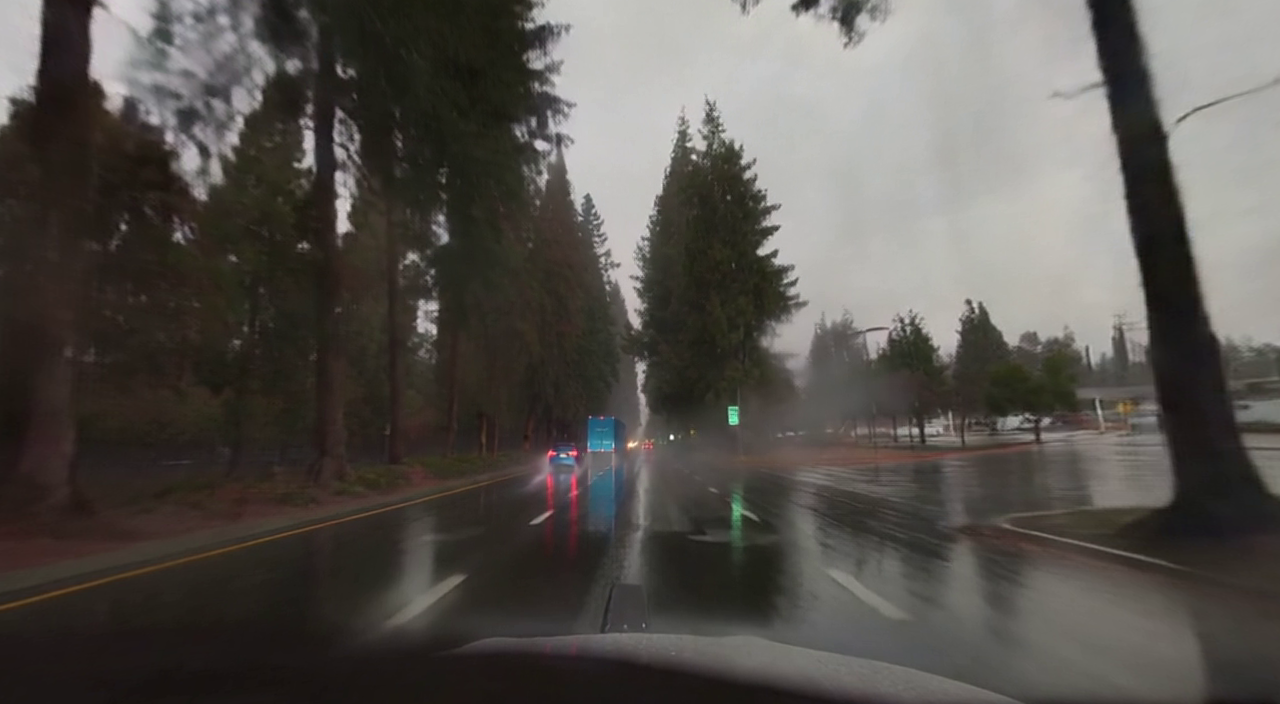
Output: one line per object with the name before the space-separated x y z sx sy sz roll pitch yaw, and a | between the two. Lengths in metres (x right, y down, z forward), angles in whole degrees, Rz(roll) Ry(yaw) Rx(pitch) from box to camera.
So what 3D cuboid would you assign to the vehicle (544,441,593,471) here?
vehicle | -3.648 5.389 32.932 2.005 1.462 4.345 0 -8 0
